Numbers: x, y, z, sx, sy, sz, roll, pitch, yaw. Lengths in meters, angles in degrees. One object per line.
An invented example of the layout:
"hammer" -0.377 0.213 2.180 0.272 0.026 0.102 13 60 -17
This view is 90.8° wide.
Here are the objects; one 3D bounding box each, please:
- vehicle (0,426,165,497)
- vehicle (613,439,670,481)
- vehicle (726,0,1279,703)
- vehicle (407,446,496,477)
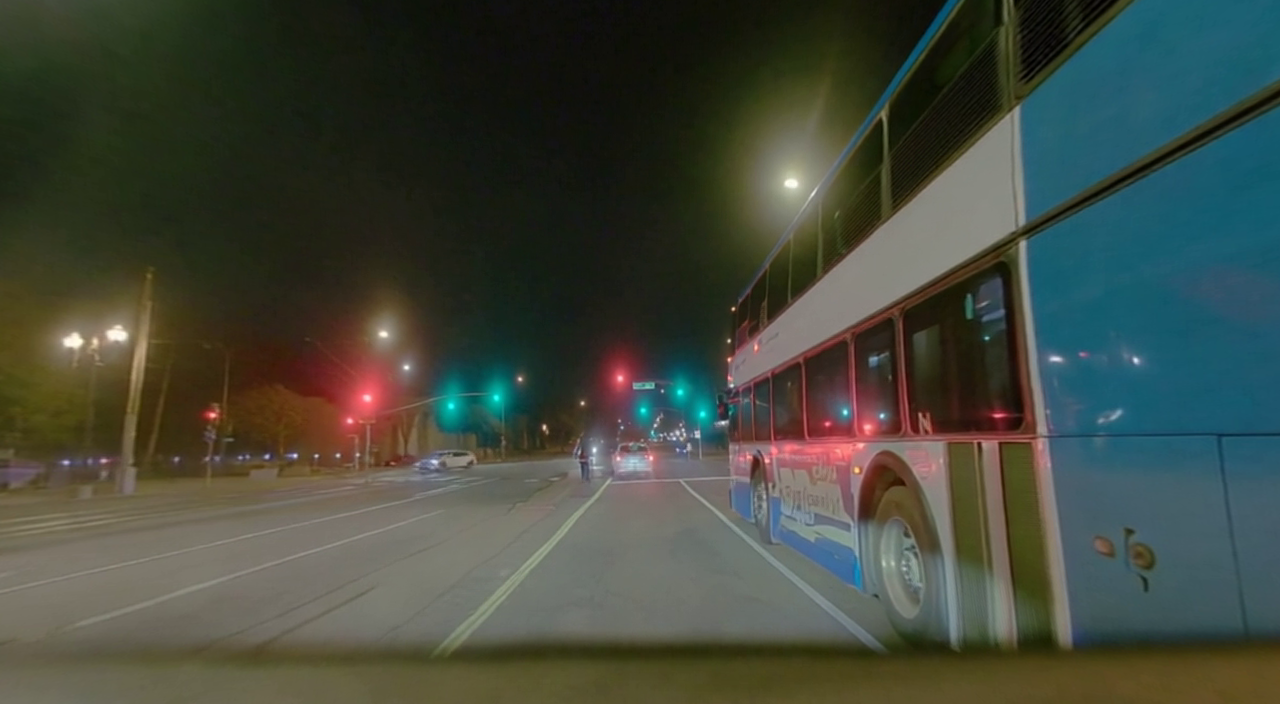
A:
"vehicle" -29.727 5.439 31.637 9.150 3.310 2.988 6 -11 -38
"vehicle" -0.031 4.352 25.769 2.123 1.544 4.158 0 -8 -3
"vehicle" 3.354 0.226 5.258 3.250 3.731 13.693 0 -8 0
"vehicle" -10.377 5.983 34.833 4.417 1.490 1.816 3 -9 -28
